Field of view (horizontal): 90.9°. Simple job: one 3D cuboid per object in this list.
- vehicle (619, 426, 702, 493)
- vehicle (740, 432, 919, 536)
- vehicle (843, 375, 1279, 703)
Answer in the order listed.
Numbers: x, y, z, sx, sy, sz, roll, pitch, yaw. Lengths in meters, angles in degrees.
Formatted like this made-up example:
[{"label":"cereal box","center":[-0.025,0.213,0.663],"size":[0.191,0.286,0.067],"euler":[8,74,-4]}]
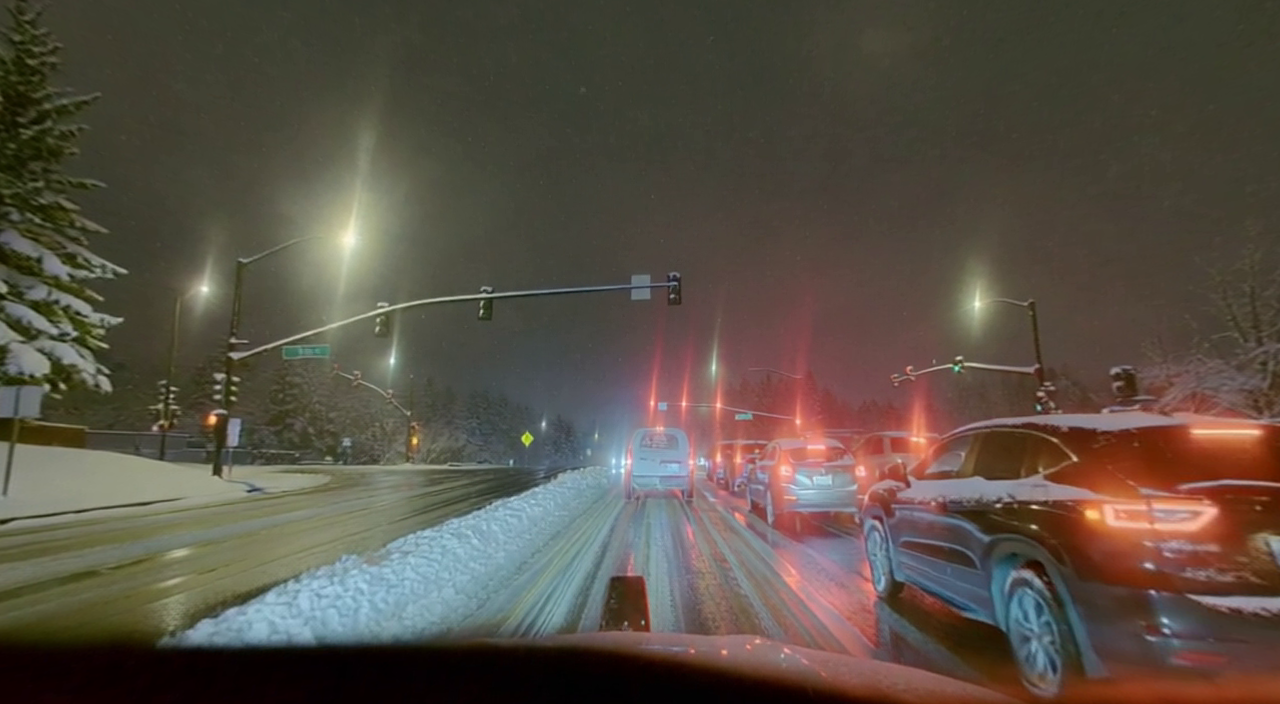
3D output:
[{"label":"vehicle","center":[0.538,3.256,19.483],"size":[2.245,1.800,4.522],"euler":[0,-8,-1]},{"label":"vehicle","center":[3.096,2.201,11.363],"size":[1.956,1.477,4.285],"euler":[0,-7,1]},{"label":"vehicle","center":[2.969,1.129,3.919],"size":[2.078,1.578,4.107],"euler":[0,-8,1]}]
